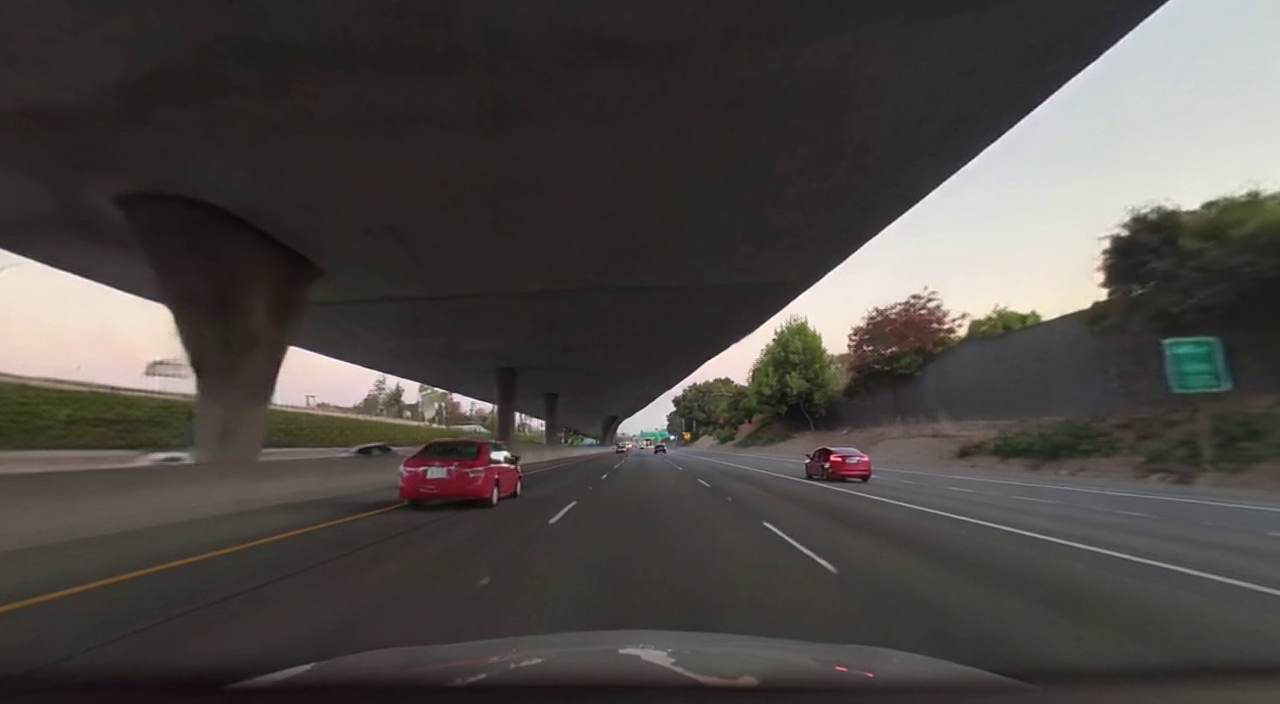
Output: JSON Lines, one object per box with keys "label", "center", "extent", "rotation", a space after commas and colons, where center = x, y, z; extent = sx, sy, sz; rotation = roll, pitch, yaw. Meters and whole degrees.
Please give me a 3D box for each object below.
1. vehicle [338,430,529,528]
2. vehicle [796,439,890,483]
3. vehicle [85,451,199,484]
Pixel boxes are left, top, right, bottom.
{"label": "vehicle", "center": [-3.710, 2.385, 12.478], "extent": [2.085, 1.533, 4.861], "rotation": [0, -8, 1]}
{"label": "vehicle", "center": [7.337, 3.976, 23.350], "extent": [1.914, 1.465, 4.574], "rotation": [0, -8, -1]}
{"label": "vehicle", "center": [-24.584, 5.674, 31.391], "extent": [1.832, 1.476, 4.643], "rotation": [0, -8, 0]}
